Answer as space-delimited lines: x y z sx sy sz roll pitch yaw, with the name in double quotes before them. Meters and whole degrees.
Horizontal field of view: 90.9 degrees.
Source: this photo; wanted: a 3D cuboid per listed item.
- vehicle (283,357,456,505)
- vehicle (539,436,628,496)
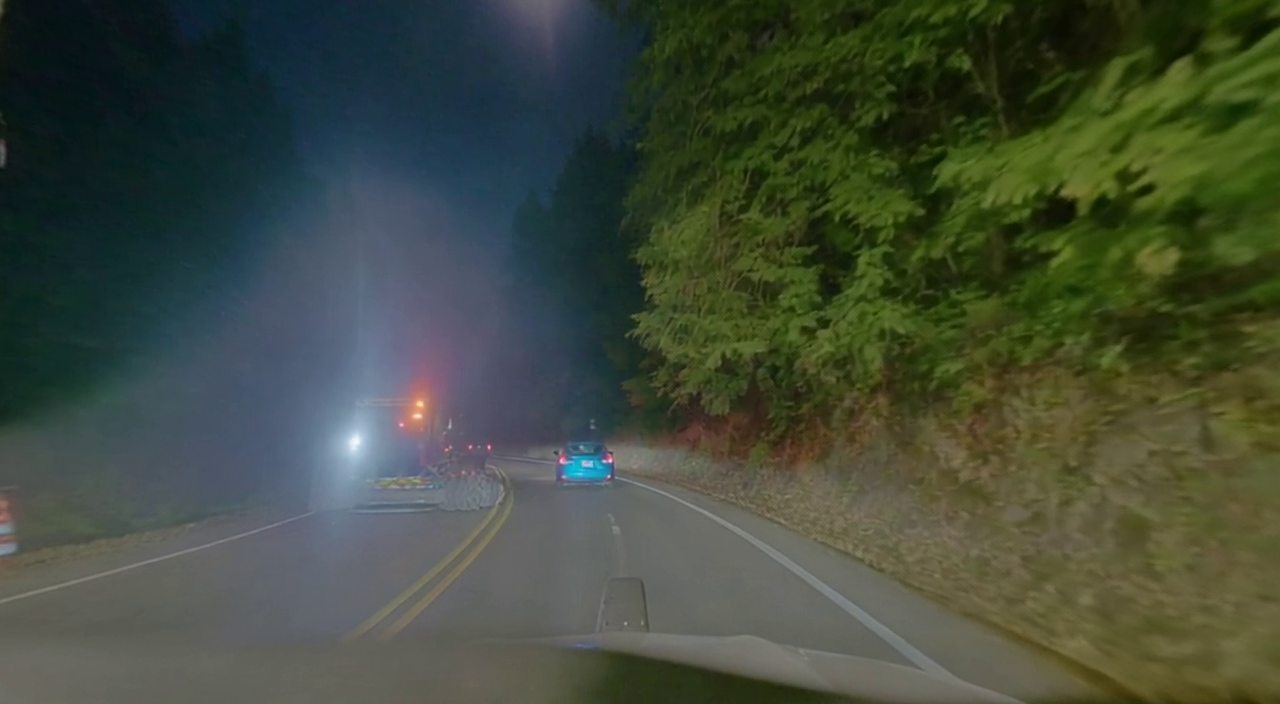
"vehicle" -6.559 2.052 16.147 2.364 3.191 4.942 0 -8 -3
"vehicle" -1.748 3.193 18.070 2.259 1.503 4.075 1 -8 -9
